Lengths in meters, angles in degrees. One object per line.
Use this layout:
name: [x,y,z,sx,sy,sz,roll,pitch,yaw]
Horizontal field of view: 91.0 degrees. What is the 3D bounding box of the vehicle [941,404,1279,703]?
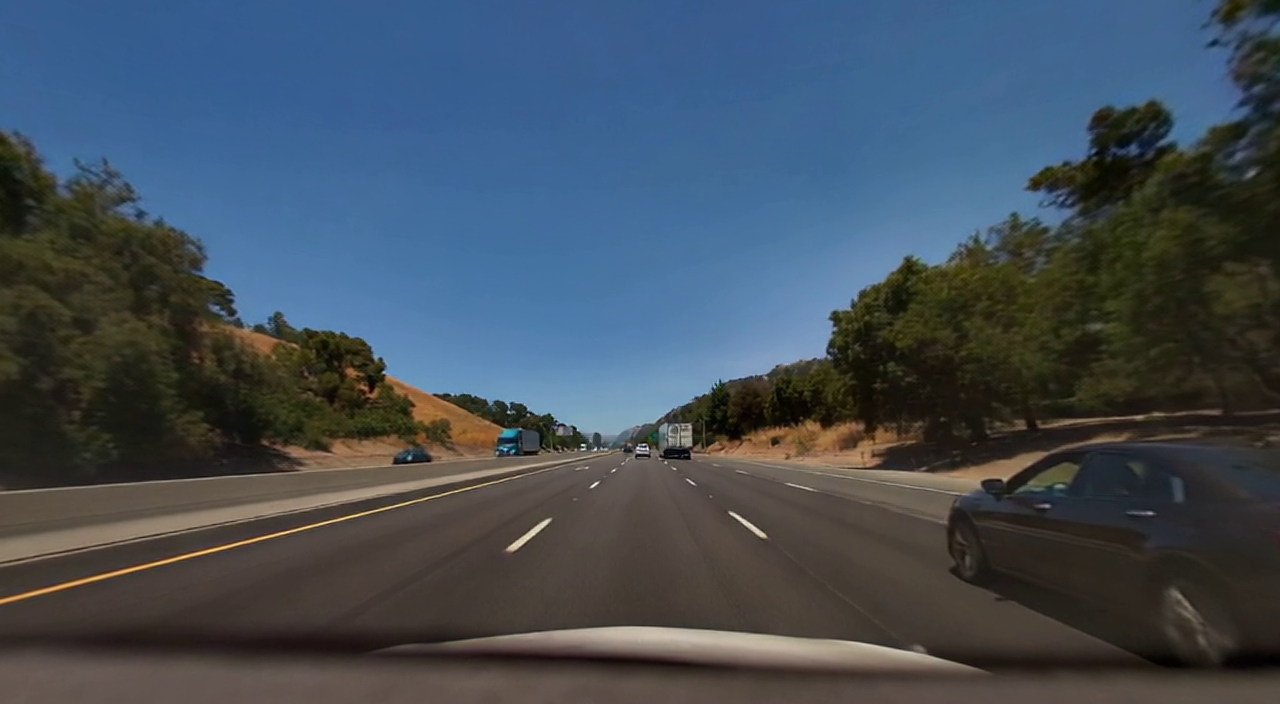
vehicle: [3.857,1.132,3.798,1.976,1.495,4.217,0,-9,0]
